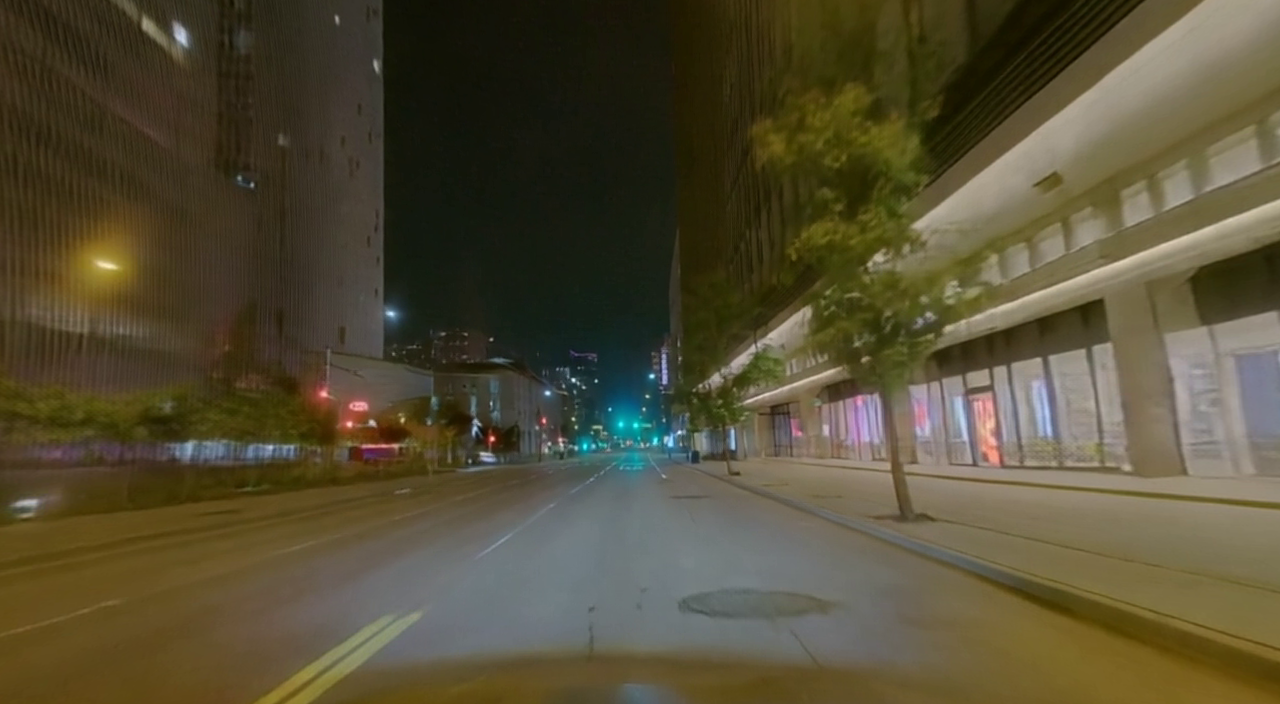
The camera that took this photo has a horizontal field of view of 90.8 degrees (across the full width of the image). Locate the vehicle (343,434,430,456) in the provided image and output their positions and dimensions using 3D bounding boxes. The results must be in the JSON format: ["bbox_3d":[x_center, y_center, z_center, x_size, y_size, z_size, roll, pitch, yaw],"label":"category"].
[{"bbox_3d":[-19.728,7.281,49.264,5.962,1.458,1.711,1,-10,3],"label":"vehicle"}]
